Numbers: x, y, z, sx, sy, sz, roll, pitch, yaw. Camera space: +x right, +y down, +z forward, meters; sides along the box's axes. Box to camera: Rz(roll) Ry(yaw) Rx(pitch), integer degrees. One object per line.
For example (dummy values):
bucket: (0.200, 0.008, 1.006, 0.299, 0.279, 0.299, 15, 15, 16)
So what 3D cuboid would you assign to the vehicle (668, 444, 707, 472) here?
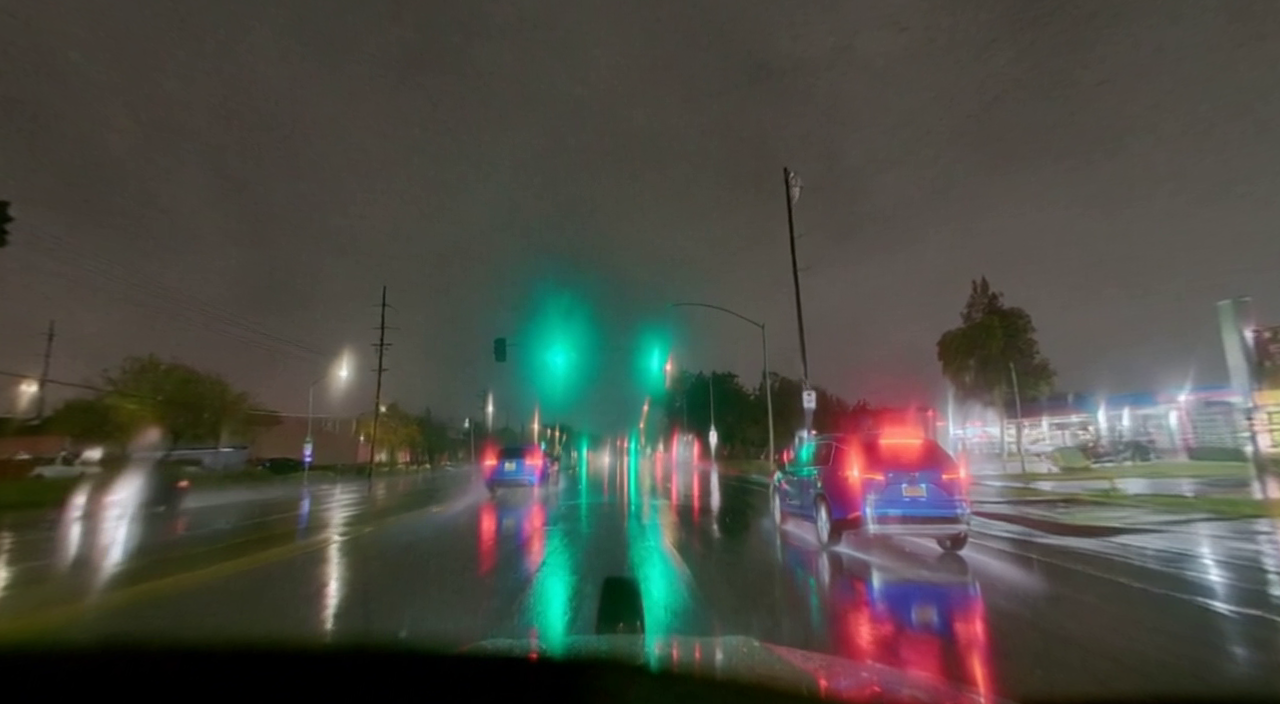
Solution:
vehicle: (2.998, 6.804, 40.865, 2.066, 1.699, 4.419, 0, -9, -2)

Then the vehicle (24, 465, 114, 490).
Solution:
vehicle: (-39.578, 8.699, 43.992, 1.814, 1.452, 4.845, 0, -9, -1)

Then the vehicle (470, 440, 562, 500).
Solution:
vehicle: (-3.643, 3.536, 19.310, 1.935, 1.617, 4.045, 0, -9, 1)

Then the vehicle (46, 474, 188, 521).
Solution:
vehicle: (-20.796, 5.765, 25.430, 1.849, 1.497, 4.444, 0, -9, 1)

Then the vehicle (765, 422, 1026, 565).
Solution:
vehicle: (3.464, 2.011, 9.748, 2.085, 1.655, 4.459, 0, -9, -1)
